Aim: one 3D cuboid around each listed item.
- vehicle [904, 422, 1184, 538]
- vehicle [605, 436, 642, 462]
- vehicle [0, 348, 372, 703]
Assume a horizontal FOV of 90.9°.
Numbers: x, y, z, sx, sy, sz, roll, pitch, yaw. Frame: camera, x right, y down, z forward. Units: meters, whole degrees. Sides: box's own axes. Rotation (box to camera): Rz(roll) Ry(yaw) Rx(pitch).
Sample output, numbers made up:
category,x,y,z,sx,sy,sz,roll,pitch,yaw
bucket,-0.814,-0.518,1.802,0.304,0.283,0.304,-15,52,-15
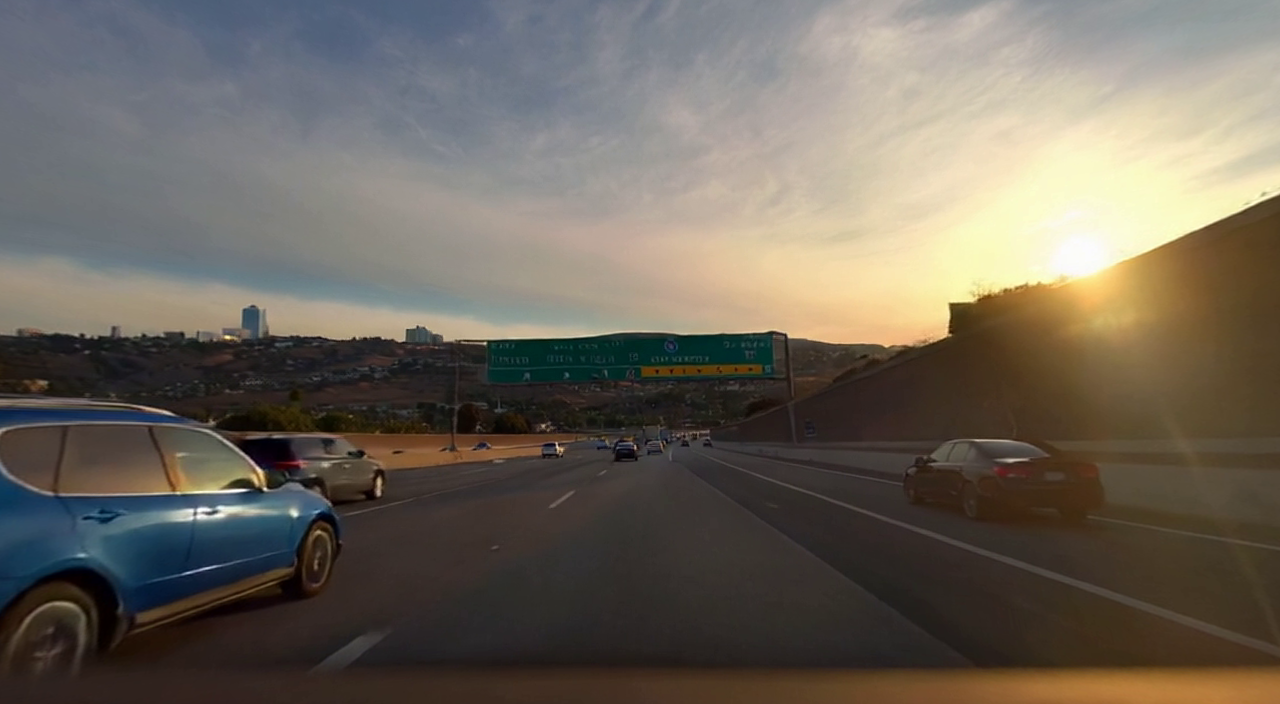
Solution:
category,x,y,z,sx,sy,sz,roll,pitch,yaw
vehicle,6.776,2.175,11.397,2.122,1.646,4.491,-1,-8,1
vehicle,-1.148,7.273,47.476,2.172,1.824,5.031,-1,-8,6
vehicle,-3.964,1.028,3.981,2.210,1.730,5.133,-1,-8,1
